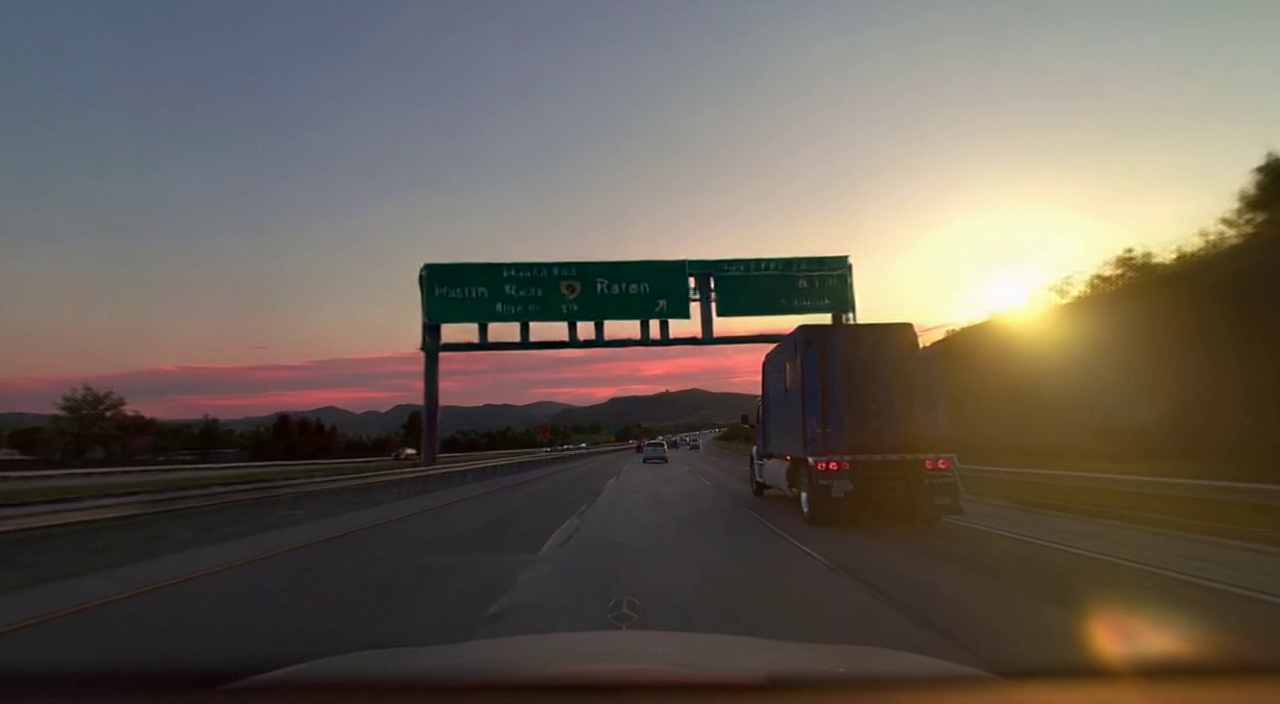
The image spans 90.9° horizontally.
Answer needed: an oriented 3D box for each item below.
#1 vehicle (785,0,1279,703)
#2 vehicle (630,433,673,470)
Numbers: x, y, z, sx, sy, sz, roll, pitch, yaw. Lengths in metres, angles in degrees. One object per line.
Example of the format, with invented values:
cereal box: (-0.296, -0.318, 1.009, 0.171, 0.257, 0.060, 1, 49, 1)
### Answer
vehicle: (4.004, -0.286, 3.142, 3.019, 4.145, 16.453, -1, -8, 1)
vehicle: (0.610, 5.407, 34.512, 2.205, 1.860, 4.301, -1, -8, 1)
